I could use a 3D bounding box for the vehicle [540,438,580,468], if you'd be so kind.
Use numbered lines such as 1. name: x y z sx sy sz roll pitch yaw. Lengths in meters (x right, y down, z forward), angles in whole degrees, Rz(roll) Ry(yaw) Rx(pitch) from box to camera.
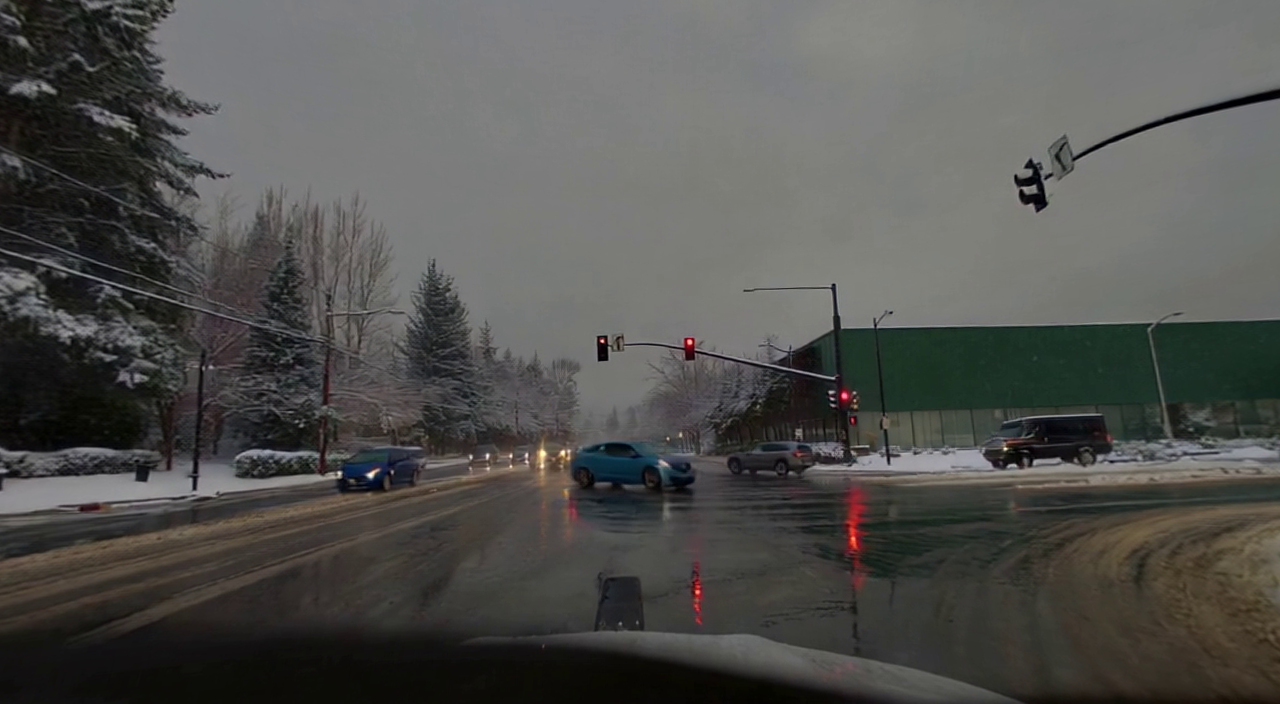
1. vehicle: -4.706 6.024 37.747 1.975 1.642 4.846 0 -9 -3

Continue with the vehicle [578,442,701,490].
1. vehicle: -0.120 3.727 21.029 1.846 1.416 4.228 7 -11 -38

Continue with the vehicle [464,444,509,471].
1. vehicle: -8.931 6.167 37.087 1.779 1.460 4.463 1 -9 -4

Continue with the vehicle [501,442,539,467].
1. vehicle: -8.649 7.403 45.872 2.087 1.718 4.700 0 -9 -3

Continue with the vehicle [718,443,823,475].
1. vehicle: 6.464 5.357 31.774 4.828 1.453 1.919 -9 -12 44

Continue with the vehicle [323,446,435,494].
1. vehicle: -8.842 4.020 21.907 2.024 1.460 4.381 0 -9 0

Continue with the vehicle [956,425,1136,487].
1. vehicle: 14.851 3.771 23.139 5.910 2.046 2.228 3 -9 -19
